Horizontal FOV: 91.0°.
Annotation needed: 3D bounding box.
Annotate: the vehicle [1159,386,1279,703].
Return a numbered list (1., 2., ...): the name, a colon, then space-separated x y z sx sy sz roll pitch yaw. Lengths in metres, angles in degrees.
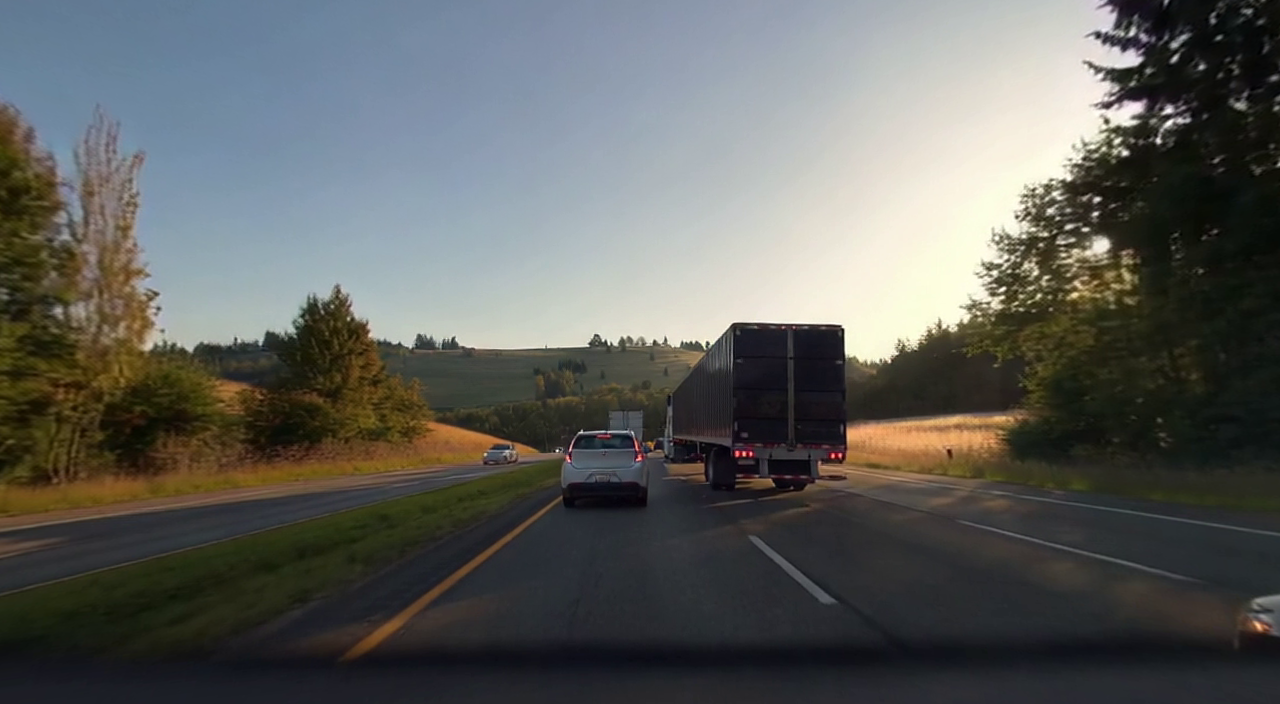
1. vehicle: 3.545 0.632 0.680 1.960 1.515 4.713 0 -8 0

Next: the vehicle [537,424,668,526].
1. vehicle: -0.596 2.189 11.750 2.009 1.554 4.013 0 -8 0

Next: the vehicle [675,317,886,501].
1. vehicle: 3.693 2.494 22.960 3.591 4.290 16.696 0 -8 -1
